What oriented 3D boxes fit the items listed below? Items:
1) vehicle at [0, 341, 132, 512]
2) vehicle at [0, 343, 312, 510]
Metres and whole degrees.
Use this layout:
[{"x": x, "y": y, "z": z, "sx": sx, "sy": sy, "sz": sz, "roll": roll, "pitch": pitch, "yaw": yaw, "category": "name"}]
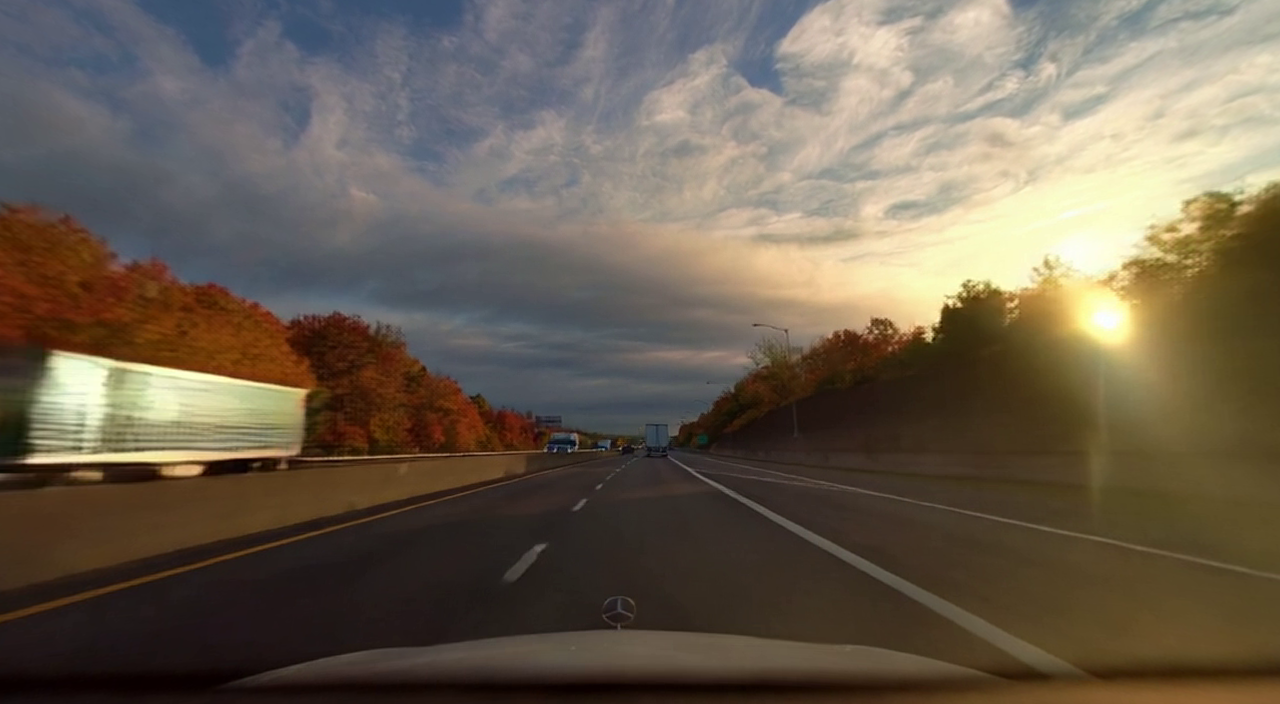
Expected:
[{"x": -16.014, "y": 1.772, "z": 14.655, "sx": 2.997, "sy": 3.843, "sz": 5.945, "roll": -1, "pitch": -9, "yaw": 0, "category": "vehicle"}, {"x": -15.977, "y": 2.704, "z": 21.095, "sx": 2.835, "sy": 3.923, "sz": 12.584, "roll": -1, "pitch": -9, "yaw": 1, "category": "vehicle"}]
